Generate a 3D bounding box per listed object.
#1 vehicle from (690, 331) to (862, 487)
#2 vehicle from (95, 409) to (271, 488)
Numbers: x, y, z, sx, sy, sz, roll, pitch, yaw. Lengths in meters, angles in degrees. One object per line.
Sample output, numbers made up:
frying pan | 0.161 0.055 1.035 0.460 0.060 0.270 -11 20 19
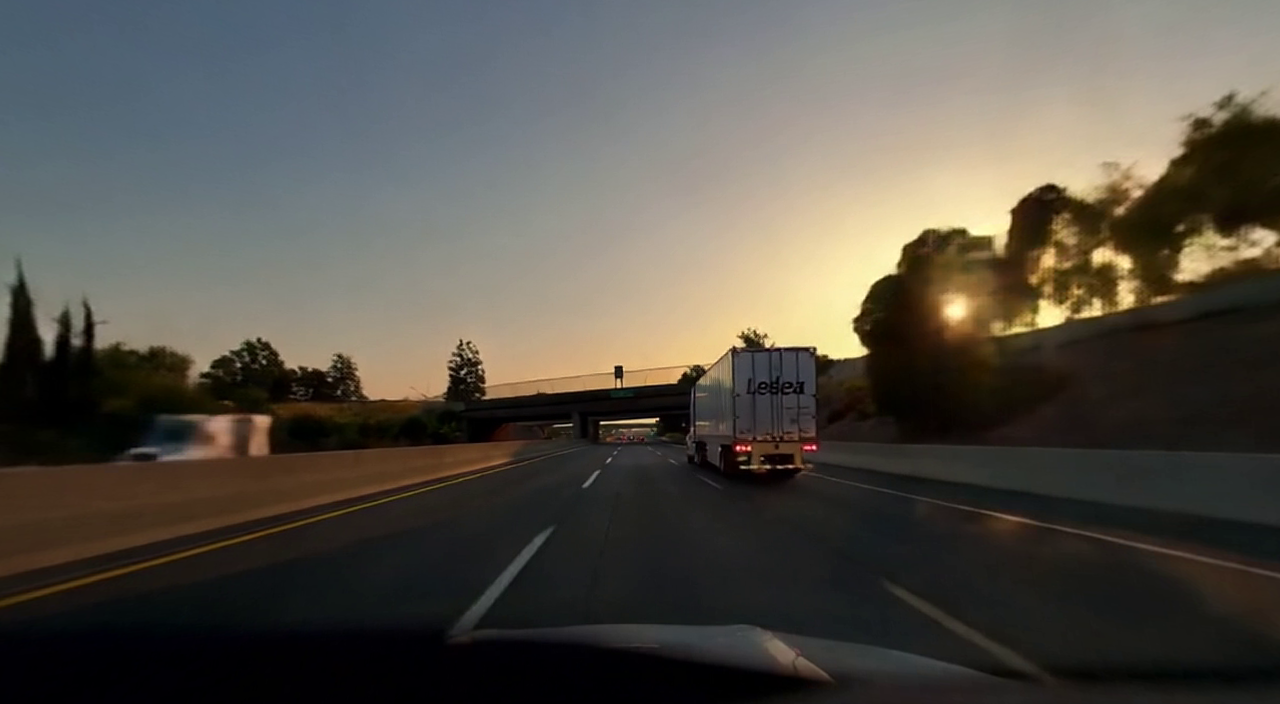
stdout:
vehicle | 4.040 2.400 23.200 2.920 4.029 13.900 0 -8 -1
vehicle | -17.005 3.619 23.963 2.269 2.622 5.867 0 -8 -1
